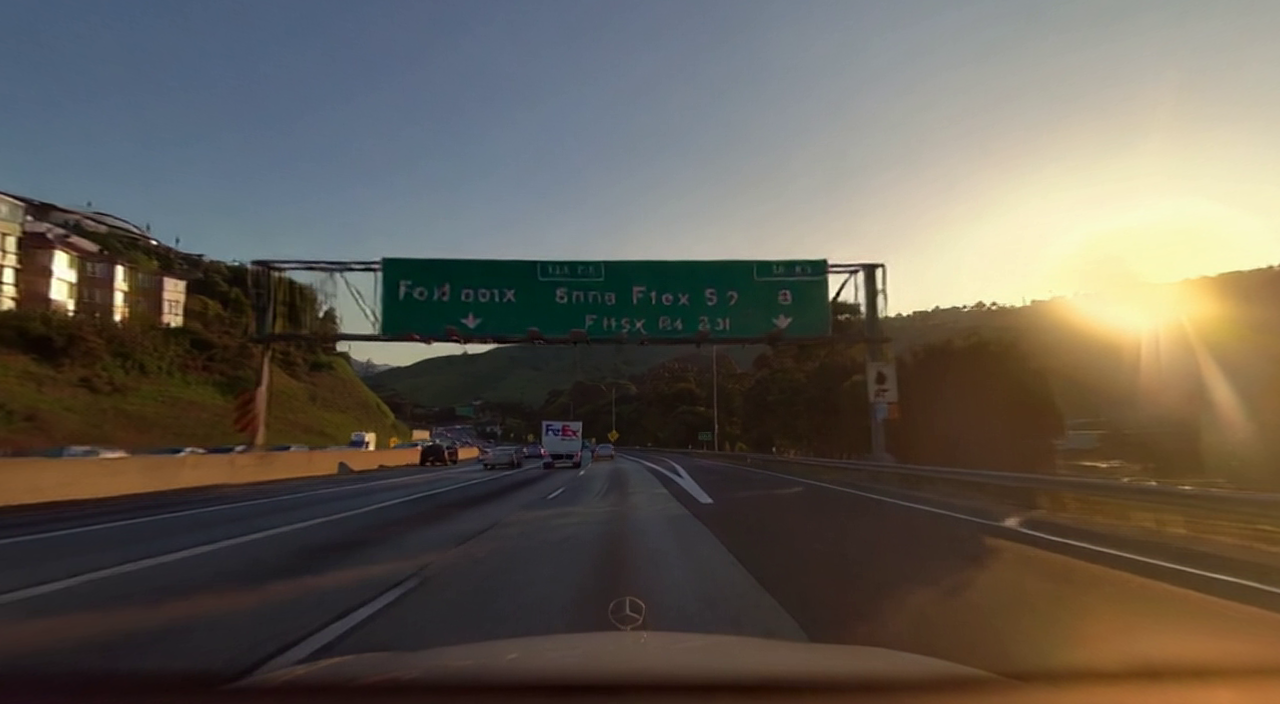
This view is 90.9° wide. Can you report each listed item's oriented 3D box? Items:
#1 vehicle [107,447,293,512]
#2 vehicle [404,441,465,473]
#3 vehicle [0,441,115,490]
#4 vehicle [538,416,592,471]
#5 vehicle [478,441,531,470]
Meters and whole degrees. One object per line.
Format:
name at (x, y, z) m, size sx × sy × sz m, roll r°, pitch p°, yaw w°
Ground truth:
vehicle at (-11.644, 3.356, 17.167) m, size 1.879 × 1.431 × 4.425 m, roll 1°, pitch -8°, yaw -1°
vehicle at (-12.497, 6.398, 38.760) m, size 2.188 × 1.784 × 4.724 m, roll 0°, pitch -8°, yaw -1°
vehicle at (-20.617, 3.787, 21.375) m, size 1.815 × 1.507 × 4.468 m, roll 0°, pitch -8°, yaw 0°
vehicle at (-4.773, 5.965, 41.375) m, size 2.798 × 3.212 × 7.573 m, roll 2°, pitch -8°, yaw -2°
vehicle at (-8.777, 6.752, 41.408) m, size 2.461 × 1.767 × 4.991 m, roll 0°, pitch -8°, yaw -1°
